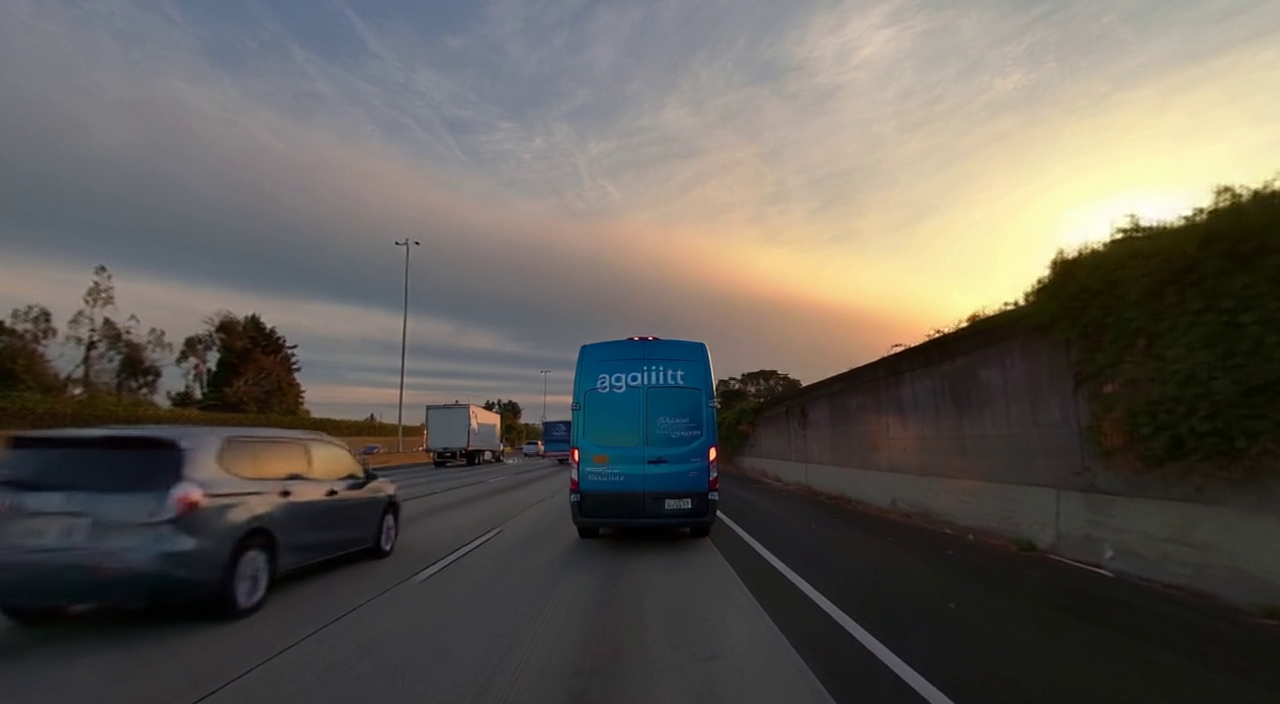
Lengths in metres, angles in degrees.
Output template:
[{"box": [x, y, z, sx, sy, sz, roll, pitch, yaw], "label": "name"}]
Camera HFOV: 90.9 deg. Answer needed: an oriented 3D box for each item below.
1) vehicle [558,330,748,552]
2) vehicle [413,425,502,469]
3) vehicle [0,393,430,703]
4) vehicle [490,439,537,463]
[{"box": [0.222, 1.550, 11.040, 2.316, 2.738, 6.398, 0, -8, 1], "label": "vehicle"}, {"box": [-9.556, 5.075, 33.736, 2.566, 2.158, 5.957, -1, -8, 4], "label": "vehicle"}, {"box": [-3.804, 1.329, 5.540, 2.212, 1.551, 4.658, 0, -8, 1], "label": "vehicle"}, {"box": [-9.138, 7.159, 45.840, 1.934, 1.567, 4.536, -1, -7, 7], "label": "vehicle"}]
